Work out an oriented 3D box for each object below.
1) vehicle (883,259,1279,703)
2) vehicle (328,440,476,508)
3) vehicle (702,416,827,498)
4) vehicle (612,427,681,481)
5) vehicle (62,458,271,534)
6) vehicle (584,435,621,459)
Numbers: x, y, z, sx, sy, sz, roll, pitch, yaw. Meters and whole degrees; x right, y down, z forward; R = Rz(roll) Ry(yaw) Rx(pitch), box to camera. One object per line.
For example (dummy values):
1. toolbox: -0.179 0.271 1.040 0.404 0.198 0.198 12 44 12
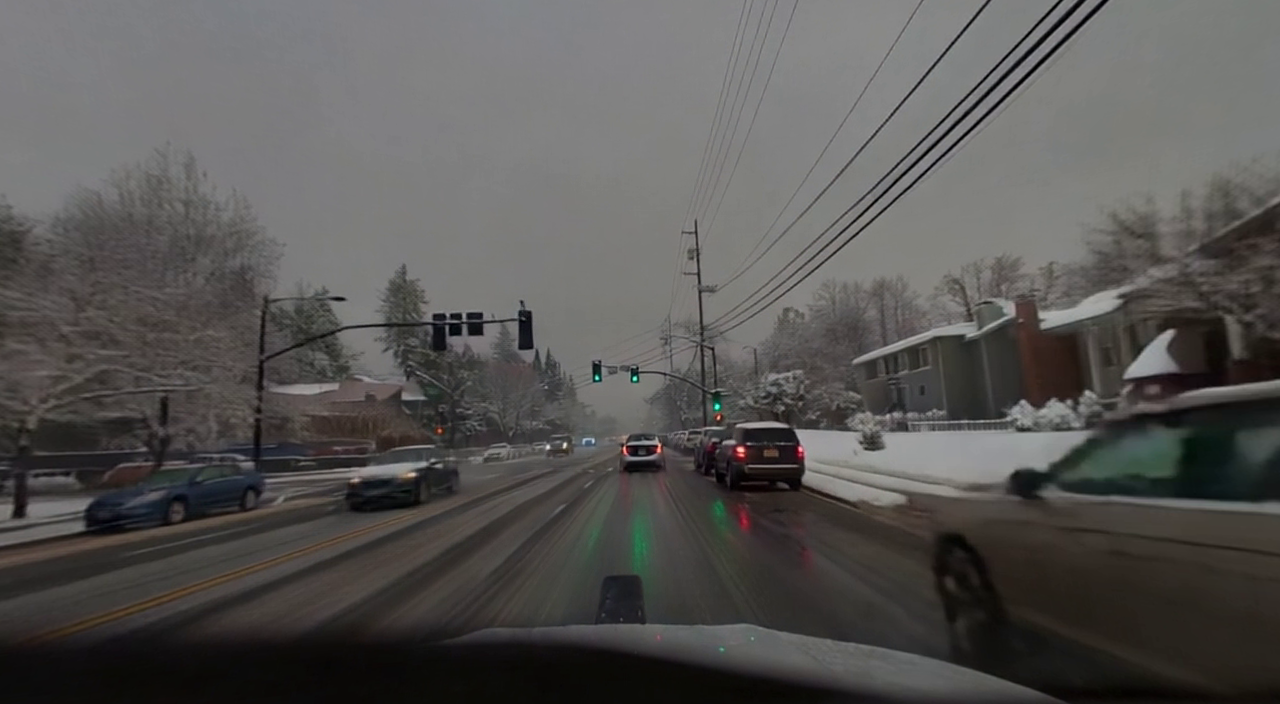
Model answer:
1. vehicle: 2.885 0.686 2.027 2.289 1.782 4.661 0 -8 -1
2. vehicle: -5.984 3.100 16.633 1.981 1.498 4.701 0 -8 1
3. vehicle: 2.913 2.597 15.953 2.060 1.733 4.639 0 -8 -2
4. vehicle: 0.165 3.310 20.726 2.041 1.575 4.304 0 -8 -1
5. vehicle: -12.103 3.654 16.638 2.070 1.610 4.356 0 -8 0
6. vehicle: -2.483 6.402 42.842 2.117 1.528 4.277 0 -8 1
